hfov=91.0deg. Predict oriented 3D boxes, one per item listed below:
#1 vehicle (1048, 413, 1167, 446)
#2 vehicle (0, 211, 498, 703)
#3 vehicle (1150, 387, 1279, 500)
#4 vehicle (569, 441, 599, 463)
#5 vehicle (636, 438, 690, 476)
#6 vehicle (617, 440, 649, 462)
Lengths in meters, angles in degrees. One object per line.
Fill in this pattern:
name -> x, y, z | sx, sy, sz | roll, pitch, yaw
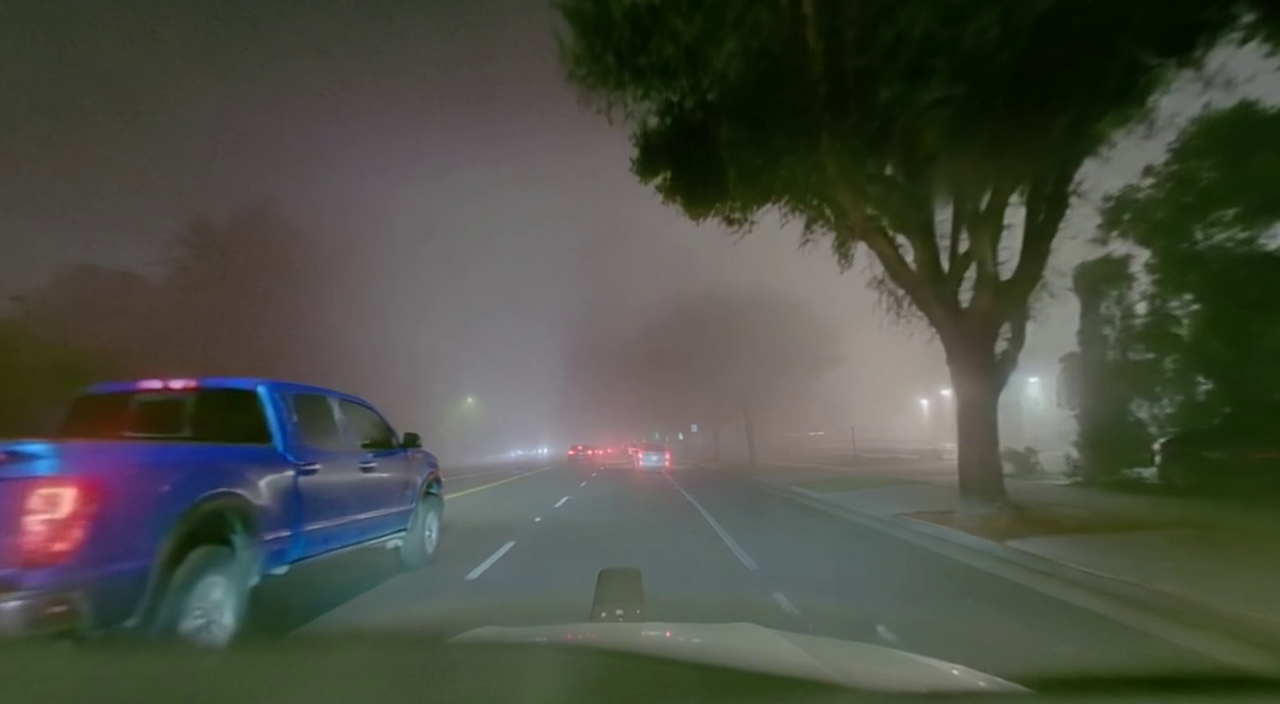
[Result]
vehicle -> 23.366, 3.943, 31.751 | 4.588, 1.525, 1.979 | -6, -10, 32
vehicle -> -3.014, 1.004, 4.432 | 2.512, 1.992, 5.725 | -1, -9, 2
vehicle -> 11.982, 1.572, 10.848 | 2.131, 1.909, 4.927 | 0, -9, -1
vehicle -> -3.939, 7.063, 44.529 | 2.018, 1.458, 4.350 | 0, -9, -4
vehicle -> 0.926, 4.611, 27.911 | 2.142, 1.528, 4.133 | 0, -9, -2
vehicle -> -0.551, 7.028, 44.841 | 2.047, 1.502, 3.873 | 0, -9, -4
